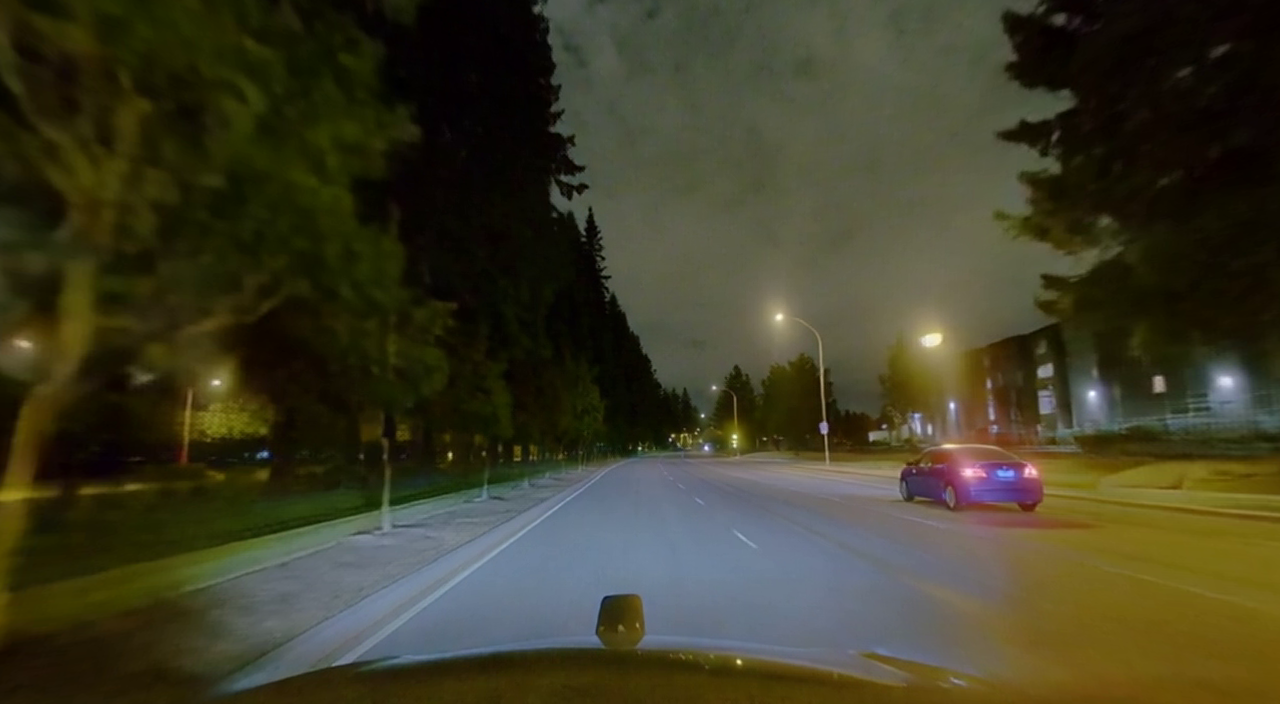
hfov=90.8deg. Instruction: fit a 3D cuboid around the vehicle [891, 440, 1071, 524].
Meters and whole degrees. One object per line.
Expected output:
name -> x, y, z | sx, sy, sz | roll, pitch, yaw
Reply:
vehicle -> 6.908, 2.637, 13.259 | 1.797, 1.518, 3.433 | 0, -9, 0
